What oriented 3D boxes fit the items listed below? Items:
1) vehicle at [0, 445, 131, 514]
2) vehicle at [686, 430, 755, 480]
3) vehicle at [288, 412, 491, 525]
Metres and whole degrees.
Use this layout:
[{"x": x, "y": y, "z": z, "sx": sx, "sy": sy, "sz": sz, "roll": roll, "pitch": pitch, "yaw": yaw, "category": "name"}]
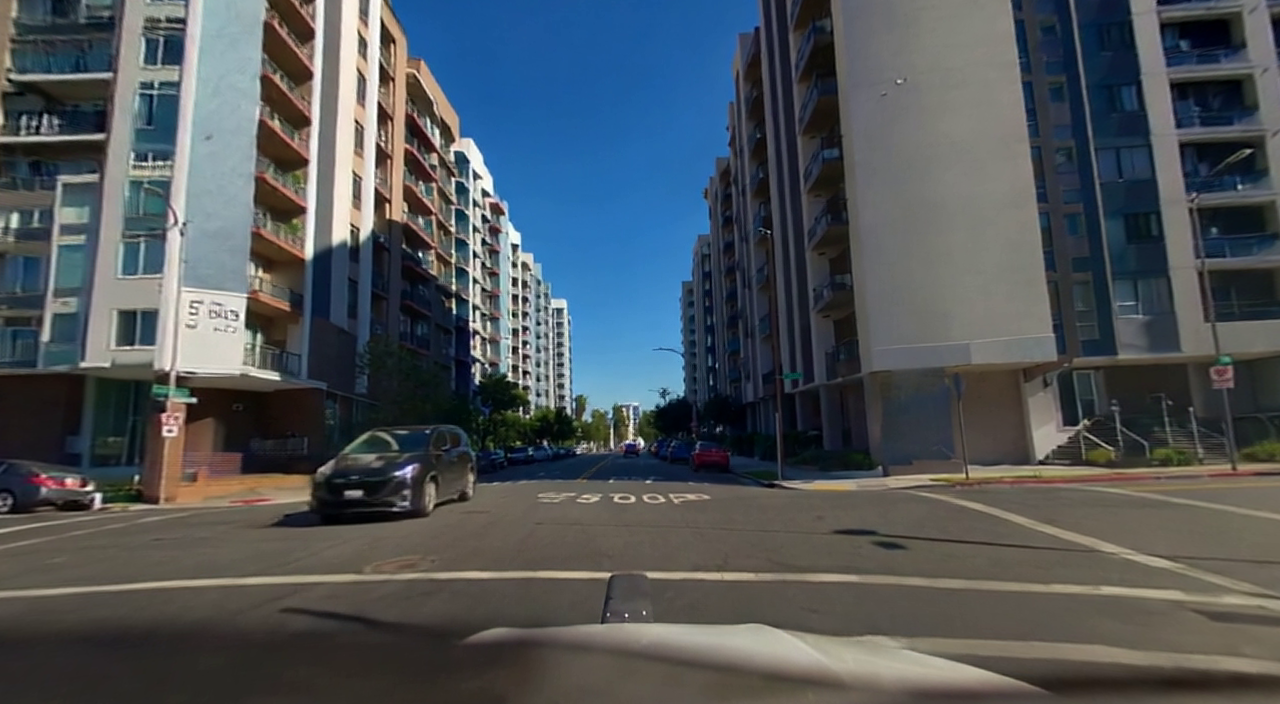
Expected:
[{"x": -17.637, "y": 3.476, "z": 17.400, "sx": 5.354, "sy": 1.773, "sz": 1.991, "roll": 0, "pitch": -9, "yaw": -1, "category": "vehicle"}, {"x": 3.195, "y": 4.219, "z": 25.962, "sx": 2.164, "sy": 1.721, "sz": 4.416, "roll": -4, "pitch": -9, "yaw": 0, "category": "vehicle"}, {"x": -4.609, "y": 2.241, "z": 12.616, "sx": 2.201, "sy": 1.801, "sz": 4.750, "roll": 0, "pitch": -9, "yaw": -2, "category": "vehicle"}]
